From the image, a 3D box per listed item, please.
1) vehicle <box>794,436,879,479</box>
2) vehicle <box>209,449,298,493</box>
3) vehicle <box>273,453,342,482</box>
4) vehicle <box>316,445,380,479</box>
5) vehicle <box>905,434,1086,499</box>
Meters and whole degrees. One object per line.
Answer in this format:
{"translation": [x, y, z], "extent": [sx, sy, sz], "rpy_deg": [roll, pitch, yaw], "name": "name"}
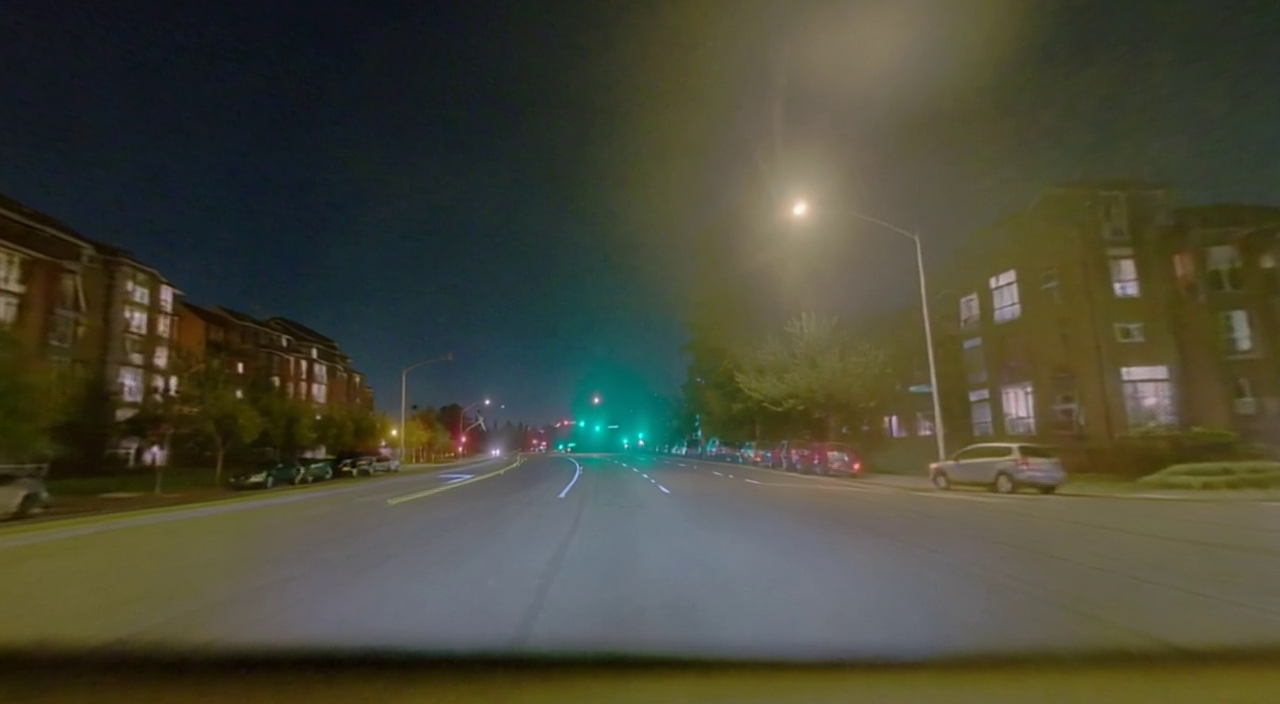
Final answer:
{"translation": [8.812, 4.787, 28.774], "extent": [2.039, 1.752, 4.876], "rpy_deg": [1, -9, -4], "name": "vehicle"}
{"translation": [-18.358, 5.619, 30.203], "extent": [1.916, 1.657, 4.366], "rpy_deg": [-1, -6, -6], "name": "vehicle"}
{"translation": [-18.928, 6.587, 36.143], "extent": [1.782, 1.462, 4.438], "rpy_deg": [0, -9, -4], "name": "vehicle"}
{"translation": [-19.520, 7.347, 42.434], "extent": [2.111, 1.908, 5.586], "rpy_deg": [0, -7, -6], "name": "vehicle"}
{"translation": [10.156, 3.279, 18.413], "extent": [1.919, 1.627, 4.196], "rpy_deg": [4, -10, -24], "name": "vehicle"}
